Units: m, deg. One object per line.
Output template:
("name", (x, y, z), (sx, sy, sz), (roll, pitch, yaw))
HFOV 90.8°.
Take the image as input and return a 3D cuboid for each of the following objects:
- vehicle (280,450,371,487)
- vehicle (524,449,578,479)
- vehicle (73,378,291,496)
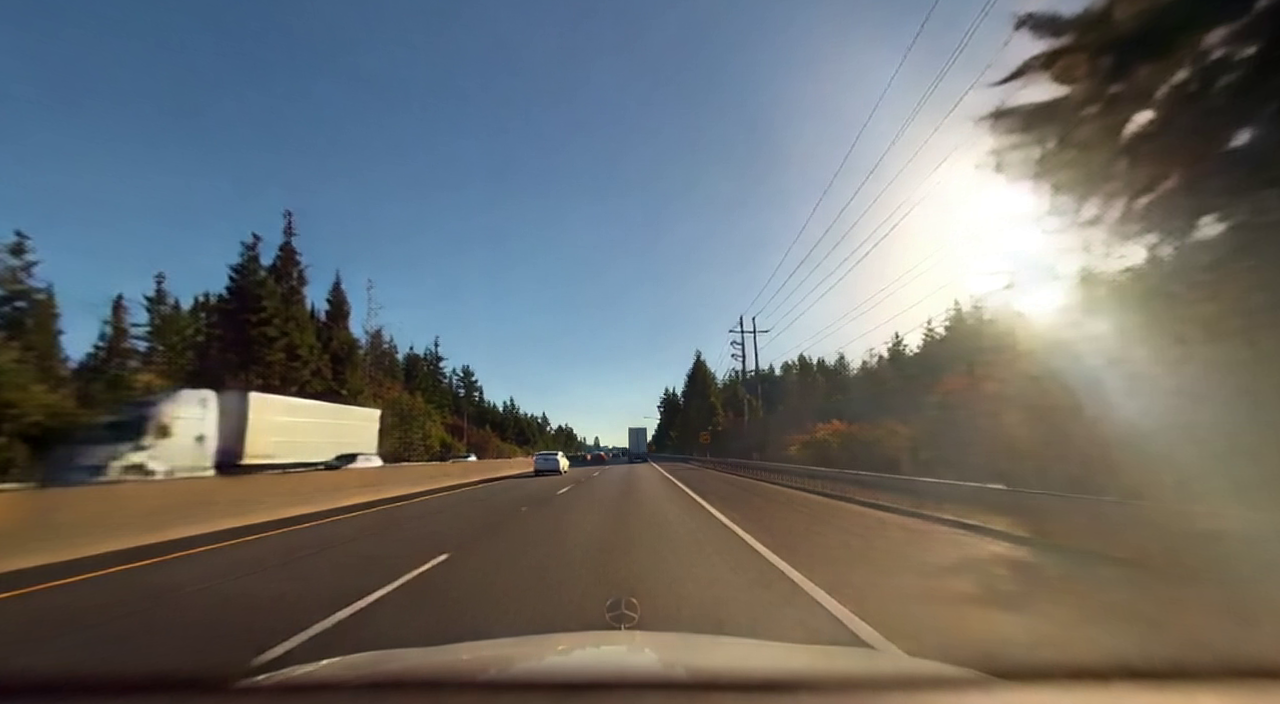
("vehicle", (-13.411, 4.954, 27.189), (1.826, 1.447, 4.044), (0, -9, 0))
("vehicle", (-4.490, 5.742, 32.593), (2.106, 1.445, 4.404), (0, -9, 0))
("vehicle", (-17.207, 3.383, 24.625), (2.941, 3.886, 7.160), (0, -9, 0))
